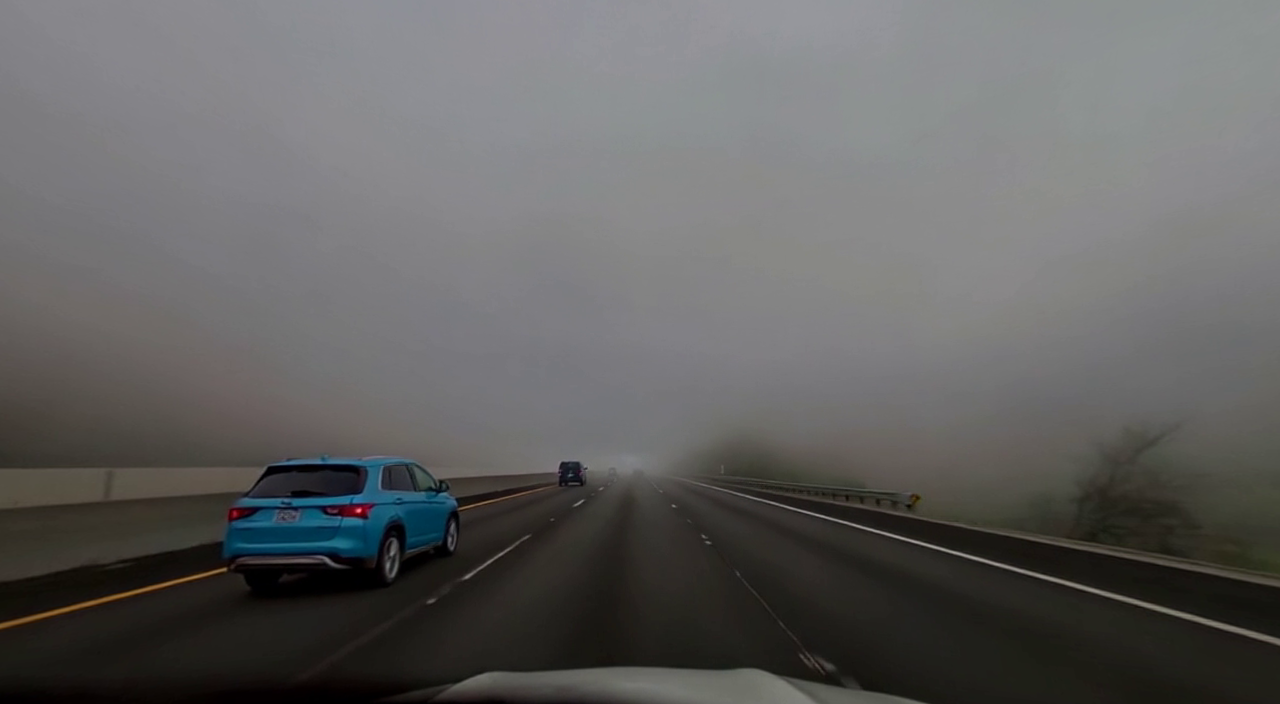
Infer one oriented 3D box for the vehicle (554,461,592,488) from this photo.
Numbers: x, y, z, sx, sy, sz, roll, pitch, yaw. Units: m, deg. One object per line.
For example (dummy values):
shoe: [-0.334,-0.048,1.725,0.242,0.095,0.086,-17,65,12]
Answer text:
vehicle: [-4.584,8.481,43.839,2.178,1.736,4.847,1,-10,0]
